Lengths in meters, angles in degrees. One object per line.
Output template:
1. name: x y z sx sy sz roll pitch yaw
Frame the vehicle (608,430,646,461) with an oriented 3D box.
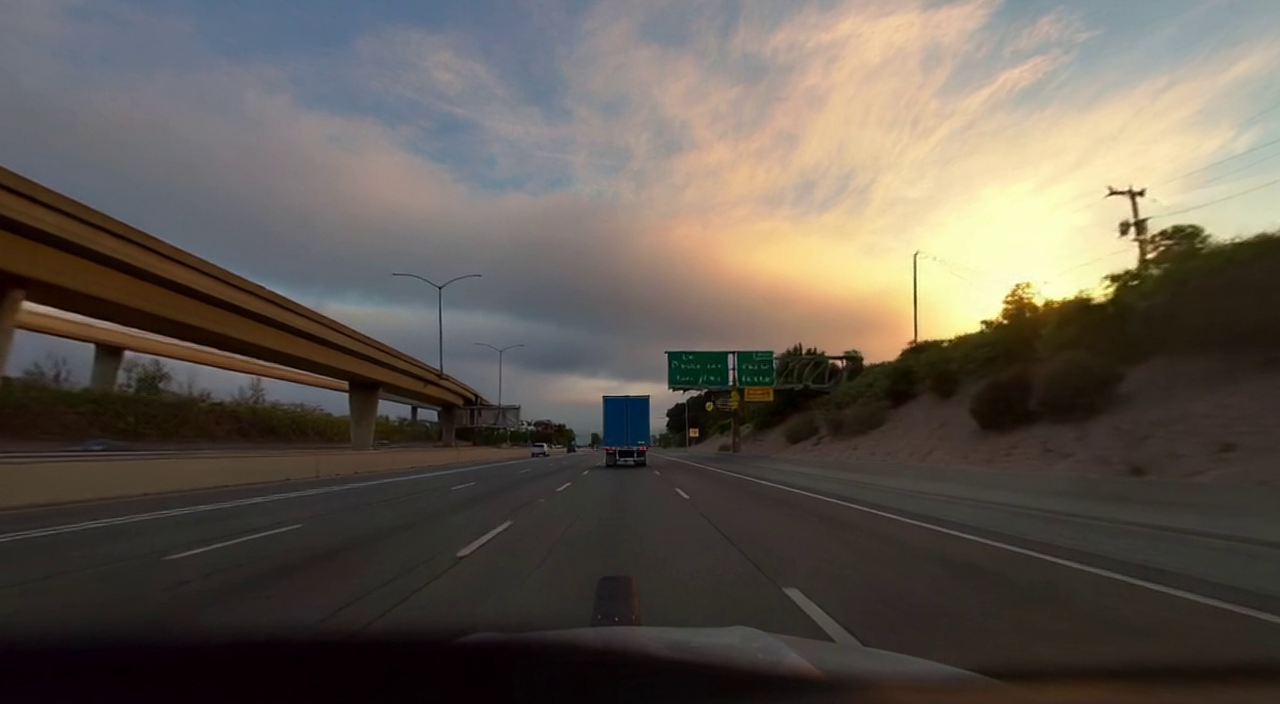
1. vehicle: -0.731 5.385 36.520 2.052 1.666 4.358 0 -8 -1

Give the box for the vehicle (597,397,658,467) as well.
1. vehicle: -0.620 5.126 39.547 3.233 3.678 11.032 1 -9 1
